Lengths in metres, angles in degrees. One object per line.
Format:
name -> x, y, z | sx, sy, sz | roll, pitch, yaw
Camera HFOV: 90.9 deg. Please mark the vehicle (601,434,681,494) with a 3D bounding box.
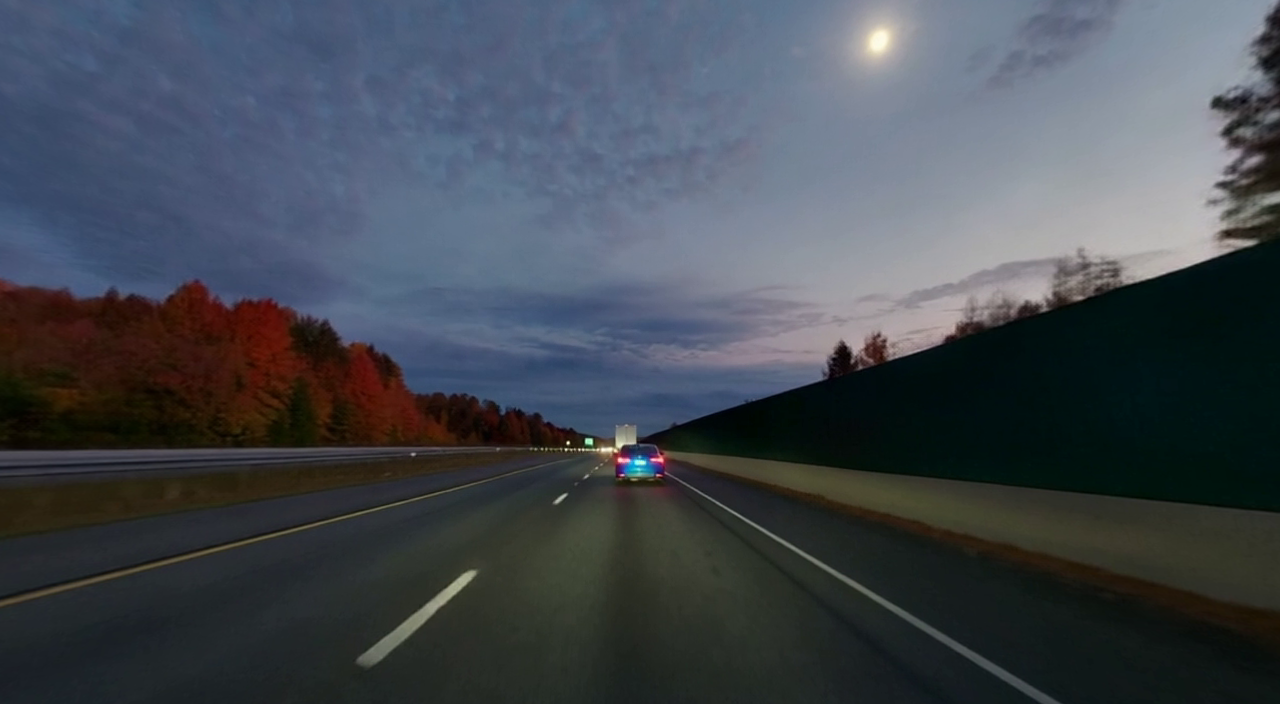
vehicle -> -0.046, 3.192, 18.345 | 2.057, 1.516, 4.065 | 1, -8, -2
